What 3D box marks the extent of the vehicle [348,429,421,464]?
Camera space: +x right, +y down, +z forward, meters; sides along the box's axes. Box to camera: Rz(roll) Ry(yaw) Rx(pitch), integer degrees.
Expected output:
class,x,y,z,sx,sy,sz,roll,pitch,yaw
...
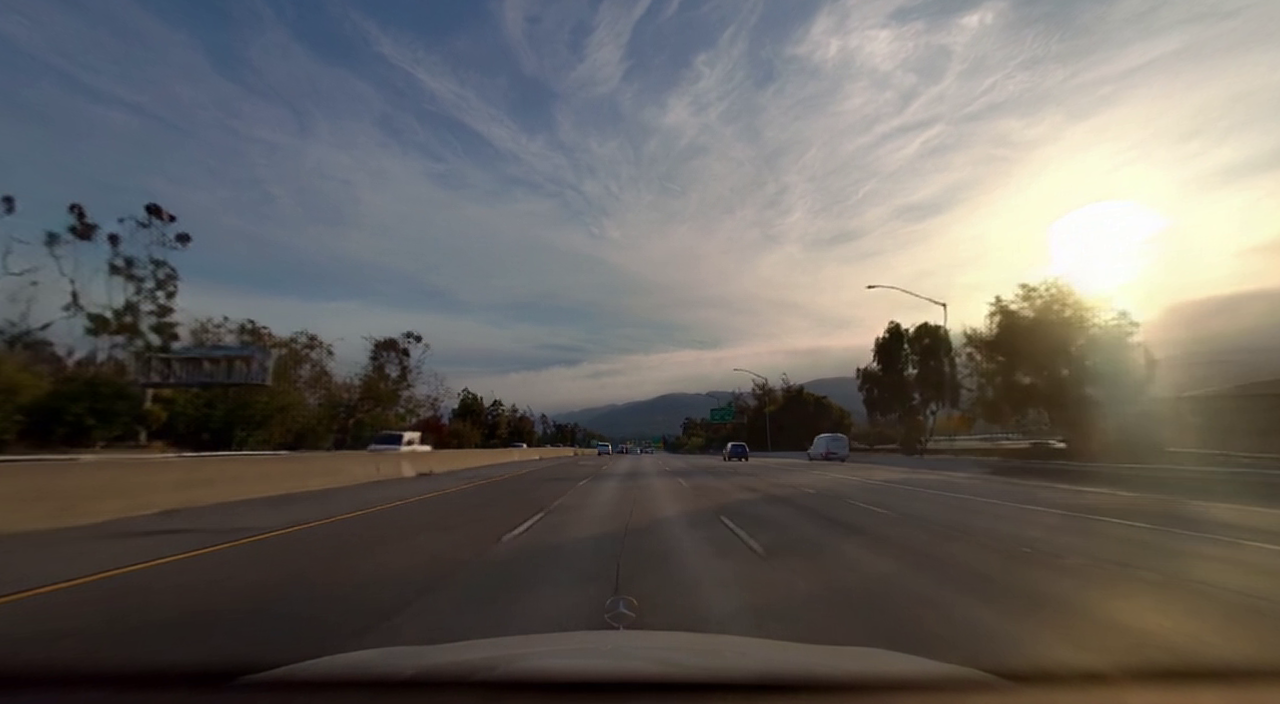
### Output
class,x,y,z,sx,sy,sz,roll,pitch,yaw
vehicle,-14.218,5.296,35.507,2.072,1.807,4.698,0,-9,1

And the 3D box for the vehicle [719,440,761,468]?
class,x,y,z,sx,sy,sz,roll,pitch,yaw
vehicle,6.564,6.746,41.912,2.081,1.705,3.926,0,-9,-1
